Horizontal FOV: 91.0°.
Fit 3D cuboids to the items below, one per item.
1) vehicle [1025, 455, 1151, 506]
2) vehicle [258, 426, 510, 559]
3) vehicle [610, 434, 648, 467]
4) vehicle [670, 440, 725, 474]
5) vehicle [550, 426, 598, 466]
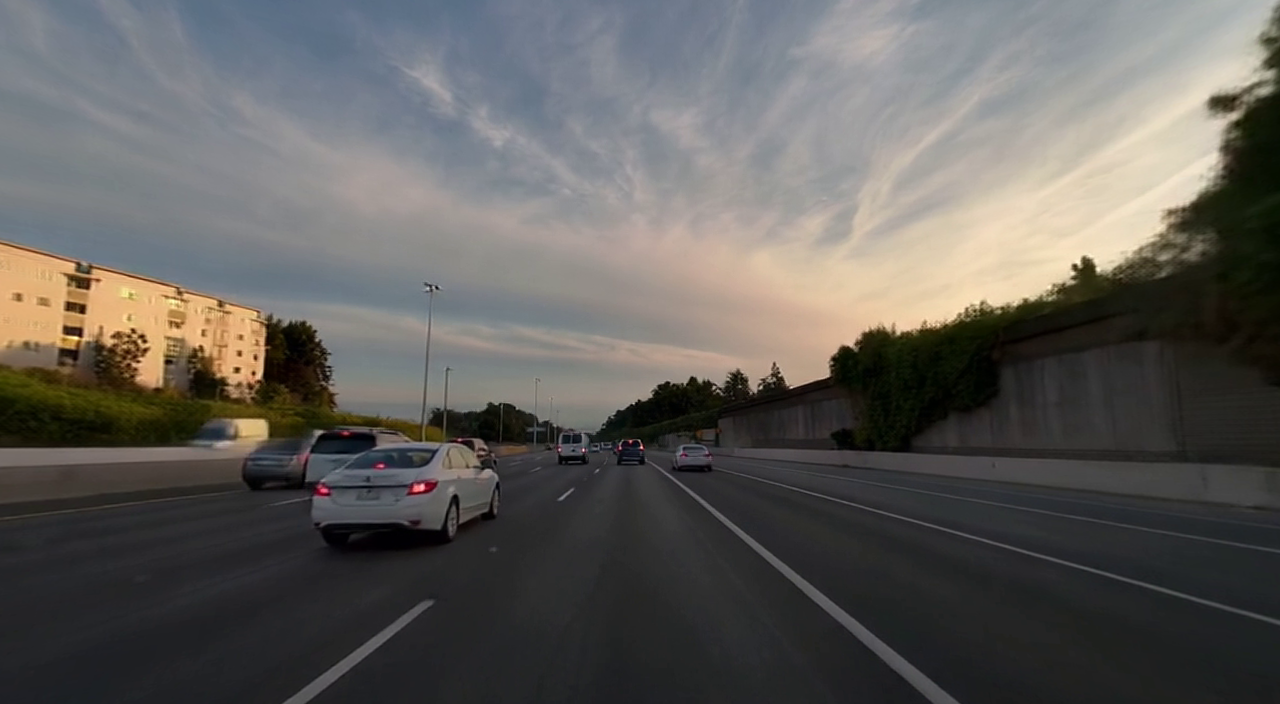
[{"bbox_3d":[14.533,4.147,20.660,1.578,1.407,3.414,2,-8,-1],"label":"vehicle"},{"bbox_3d":[-3.377,1.937,9.372,1.963,1.507,4.172,0,-9,0],"label":"vehicle"},{"bbox_3d":[-0.654,5.928,37.913,2.207,1.807,4.199,0,-9,-1],"label":"vehicle"},{"bbox_3d":[2.660,5.038,30.354,2.127,1.513,4.501,0,-9,-1],"label":"vehicle"},{"bbox_3d":[-4.010,5.904,39.484,2.504,2.276,5.933,0,-9,-1],"label":"vehicle"}]
